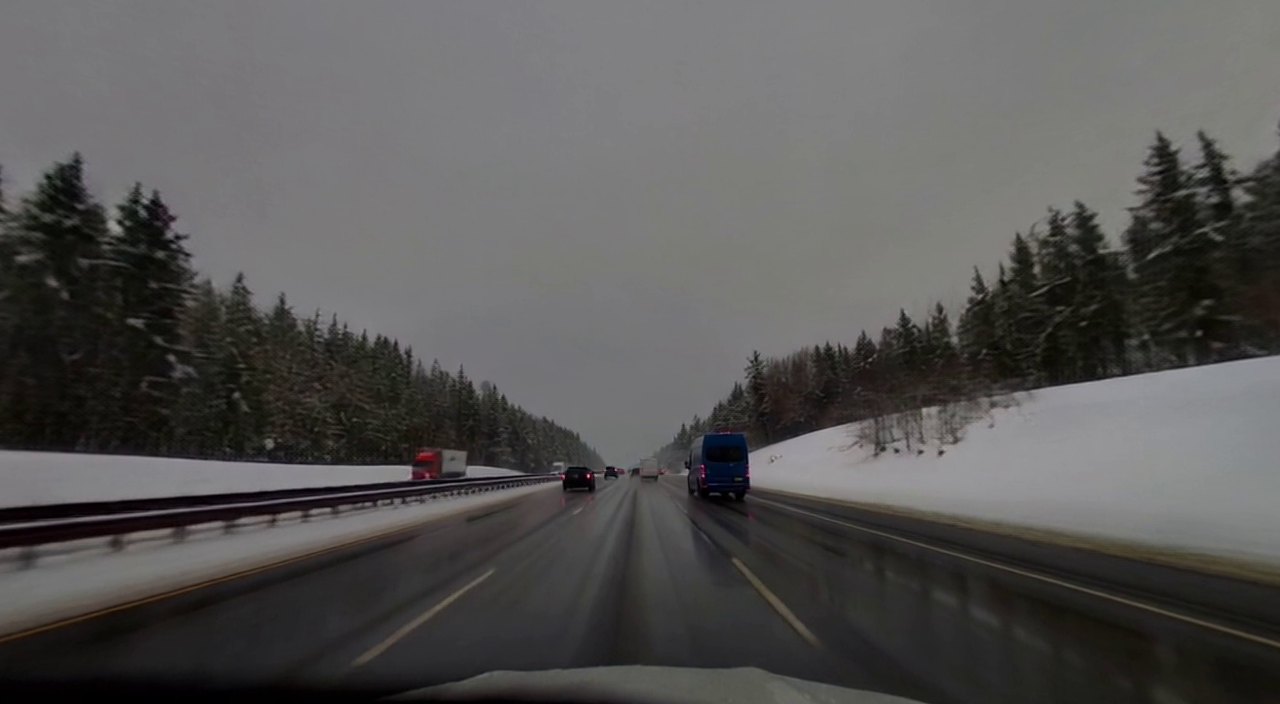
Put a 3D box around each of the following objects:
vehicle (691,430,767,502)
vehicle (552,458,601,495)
[{"bbox_3d":[3.947,5.301,29.231,2.703,2.988,5.097,1,-11,-1],"label":"vehicle"},{"bbox_3d":[-3.485,6.953,35.340,2.204,1.852,4.661,1,-10,0],"label":"vehicle"}]
